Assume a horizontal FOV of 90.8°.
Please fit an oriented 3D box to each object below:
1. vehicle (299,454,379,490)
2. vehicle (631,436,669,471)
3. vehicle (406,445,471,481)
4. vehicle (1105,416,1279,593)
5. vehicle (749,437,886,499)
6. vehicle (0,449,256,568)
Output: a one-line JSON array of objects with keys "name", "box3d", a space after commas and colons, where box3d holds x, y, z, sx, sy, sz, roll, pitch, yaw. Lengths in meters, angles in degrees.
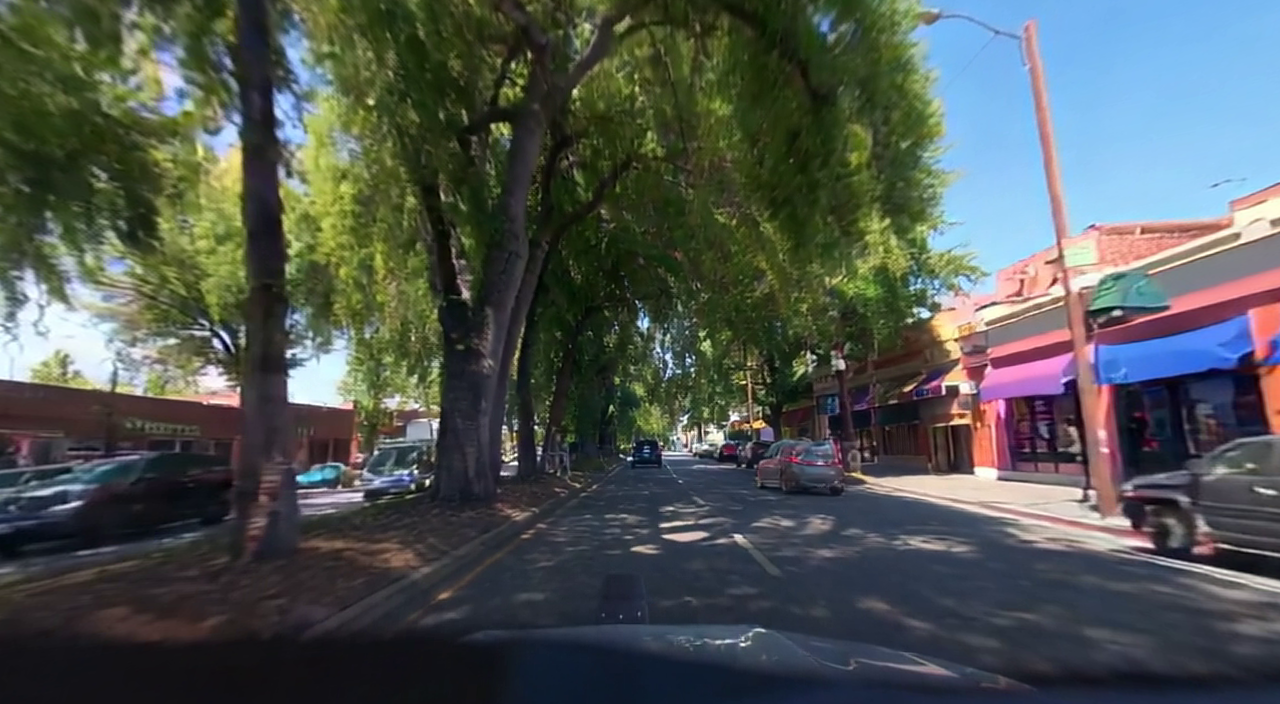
[{"name": "vehicle", "box3d": [-15.870, 6.319, 33.587, 1.950, 1.740, 4.433, -1, -9, 2]}, {"name": "vehicle", "box3d": [0.658, 6.388, 39.843, 2.293, 2.036, 4.853, 0, -9, 2]}, {"name": "vehicle", "box3d": [-11.505, 6.342, 36.432, 2.127, 1.909, 4.830, 0, -9, 0]}, {"name": "vehicle", "box3d": [7.290, 1.498, 6.227, 2.004, 1.714, 4.356, 0, -9, -1]}, {"name": "vehicle", "box3d": [5.372, 3.568, 19.964, 2.114, 1.697, 4.739, 2, -9, -13]}, {"name": "vehicle", "box3d": [-8.598, 2.370, 10.344, 1.982, 1.505, 4.065, 0, -9, 1]}]
